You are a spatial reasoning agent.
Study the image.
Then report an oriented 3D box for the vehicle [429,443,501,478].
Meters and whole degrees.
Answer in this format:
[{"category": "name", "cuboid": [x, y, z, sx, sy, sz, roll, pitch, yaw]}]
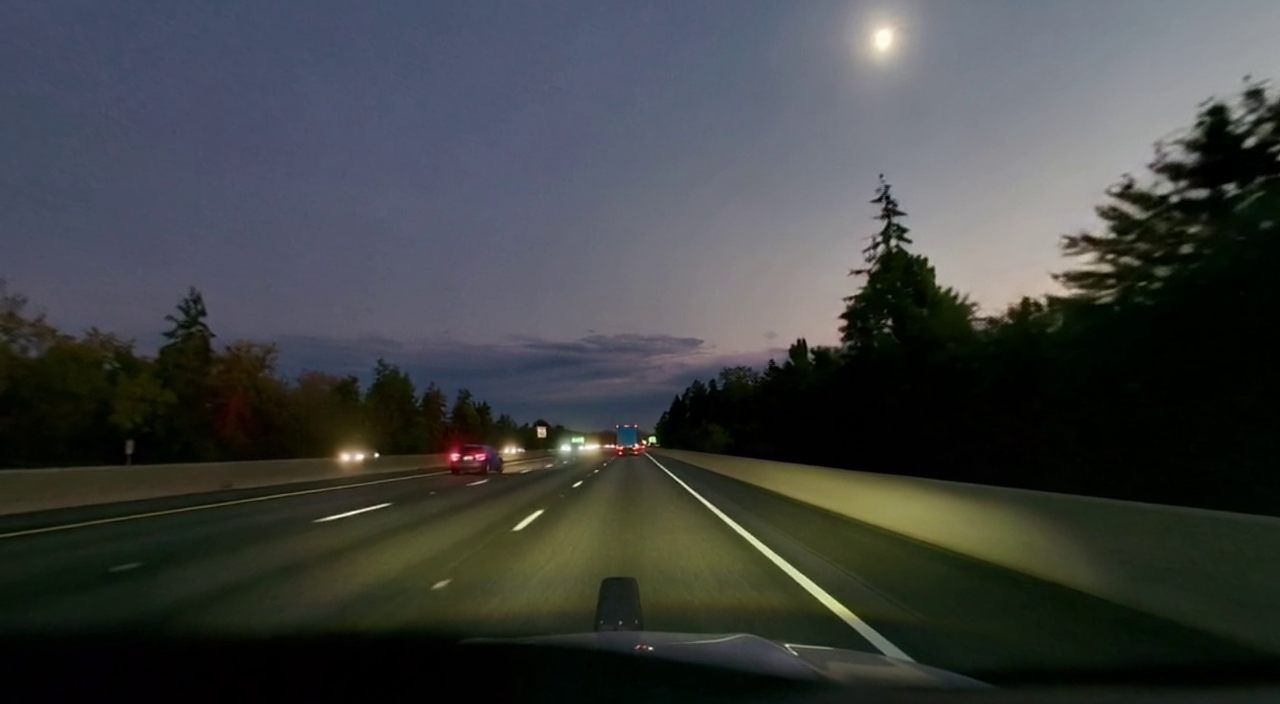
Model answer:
[{"category": "vehicle", "cuboid": [-8.175, 5.100, 29.975, 2.155, 1.504, 4.490, 0, -8, 0]}]
